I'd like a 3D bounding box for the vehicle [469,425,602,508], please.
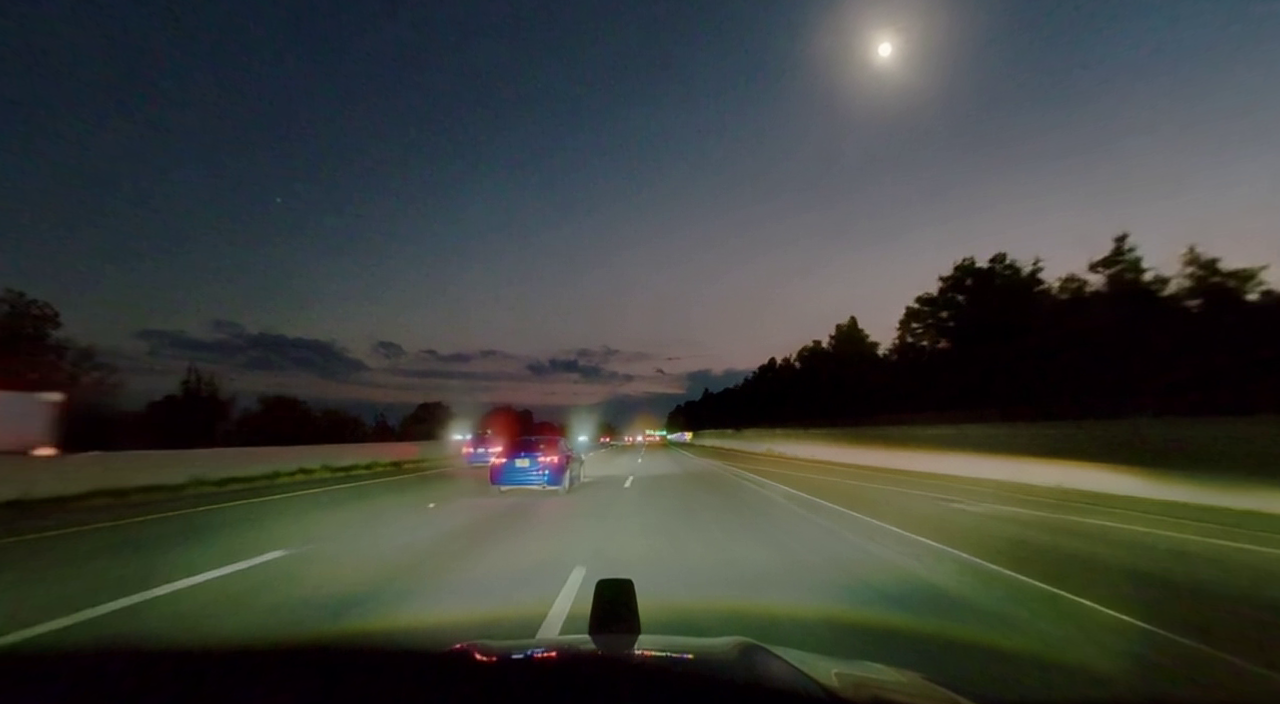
[{"bbox_3d":[-2.041,2.364,13.537,2.079,1.500,3.881,0,-8,2],"label":"vehicle"}]
